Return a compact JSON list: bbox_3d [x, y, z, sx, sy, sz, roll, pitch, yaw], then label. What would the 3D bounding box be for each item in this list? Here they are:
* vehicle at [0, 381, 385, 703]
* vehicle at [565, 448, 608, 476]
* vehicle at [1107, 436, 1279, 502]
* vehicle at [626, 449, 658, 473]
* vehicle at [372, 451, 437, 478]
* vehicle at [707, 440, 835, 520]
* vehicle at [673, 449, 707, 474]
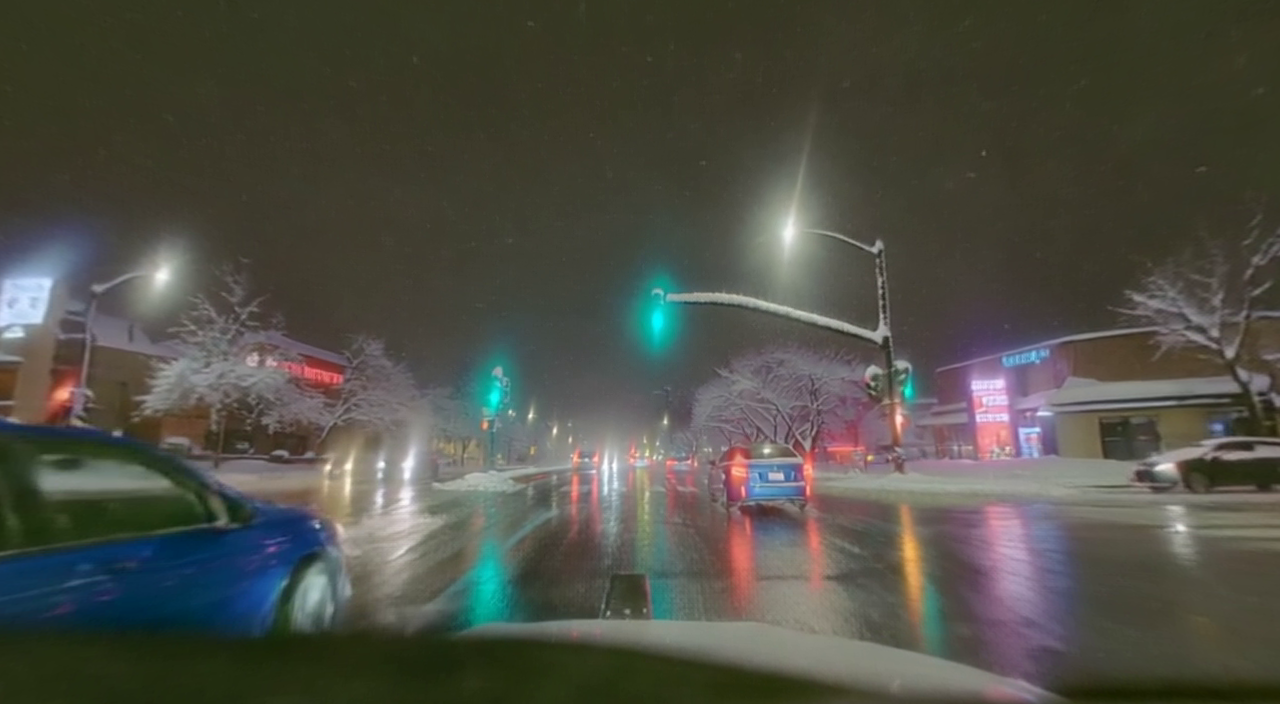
[{"bbox_3d":[-3.006,0.968,2.257,2.032,1.639,5.037,0,-8,1],"label":"vehicle"},{"bbox_3d":[-3.106,6.428,37.113,2.040,1.471,4.211,-1,-8,2],"label":"vehicle"},{"bbox_3d":[16.092,3.156,17.324,4.637,1.654,2.277,0,-8,-1],"label":"vehicle"},{"bbox_3d":[0.093,7.286,42.267,2.070,1.460,4.118,0,-8,-1],"label":"vehicle"},{"bbox_3d":[-14.361,6.855,38.742,2.119,1.477,4.548,-1,-8,1],"label":"vehicle"},{"bbox_3d":[2.769,2.790,14.354,1.946,1.513,4.133,0,-8,-1],"label":"vehicle"},{"bbox_3d":[3.411,7.562,43.749,1.931,1.552,4.125,0,-8,-1],"label":"vehicle"}]
